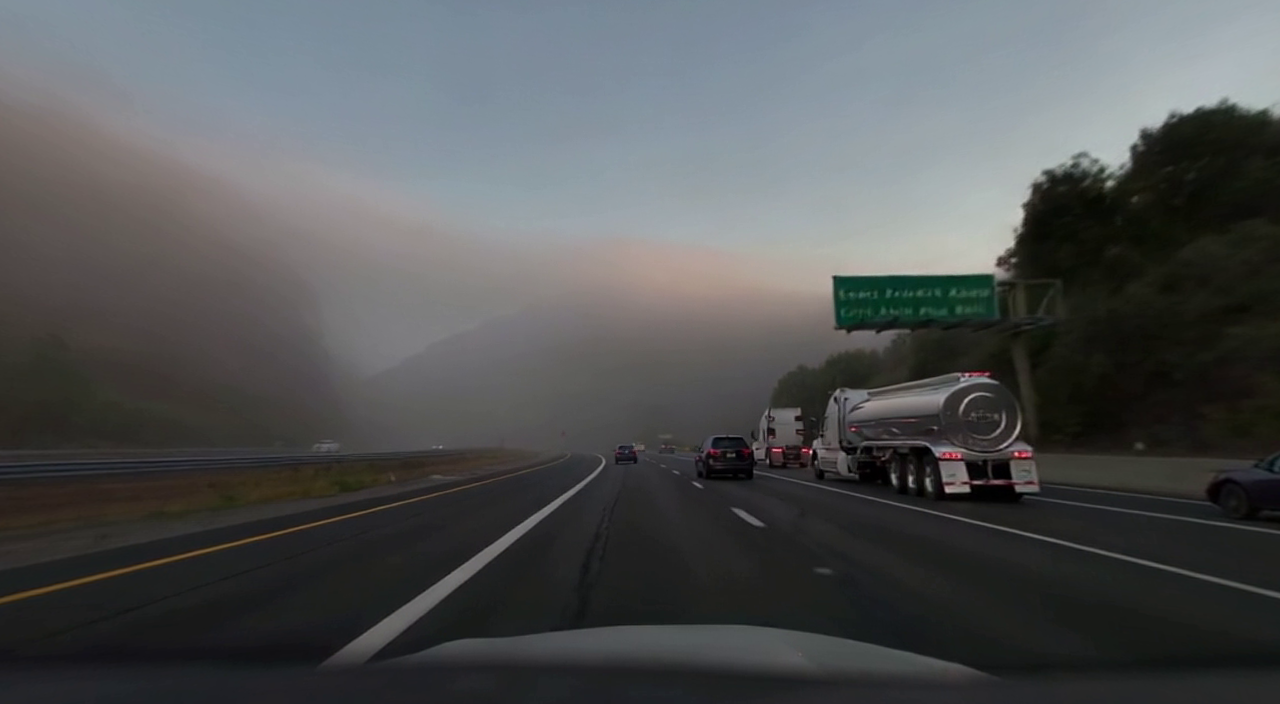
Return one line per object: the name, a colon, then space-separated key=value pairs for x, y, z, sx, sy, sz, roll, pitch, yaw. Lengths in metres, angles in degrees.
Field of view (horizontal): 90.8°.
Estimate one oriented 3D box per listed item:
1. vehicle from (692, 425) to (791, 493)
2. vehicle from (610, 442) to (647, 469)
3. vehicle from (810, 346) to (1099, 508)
vehicle: x=2.927 y=3.228 z=19.343 sx=2.098 sy=1.794 sz=4.561 roll=0 pitch=-9 yaw=-2
vehicle: x=-0.705 y=6.155 z=37.770 sx=2.083 sy=1.477 sz=3.965 roll=0 pitch=-9 yaw=-2
vehicle: x=7.568 y=2.200 z=17.555 sx=2.805 sy=3.212 sz=9.978 roll=0 pitch=-9 yaw=0
